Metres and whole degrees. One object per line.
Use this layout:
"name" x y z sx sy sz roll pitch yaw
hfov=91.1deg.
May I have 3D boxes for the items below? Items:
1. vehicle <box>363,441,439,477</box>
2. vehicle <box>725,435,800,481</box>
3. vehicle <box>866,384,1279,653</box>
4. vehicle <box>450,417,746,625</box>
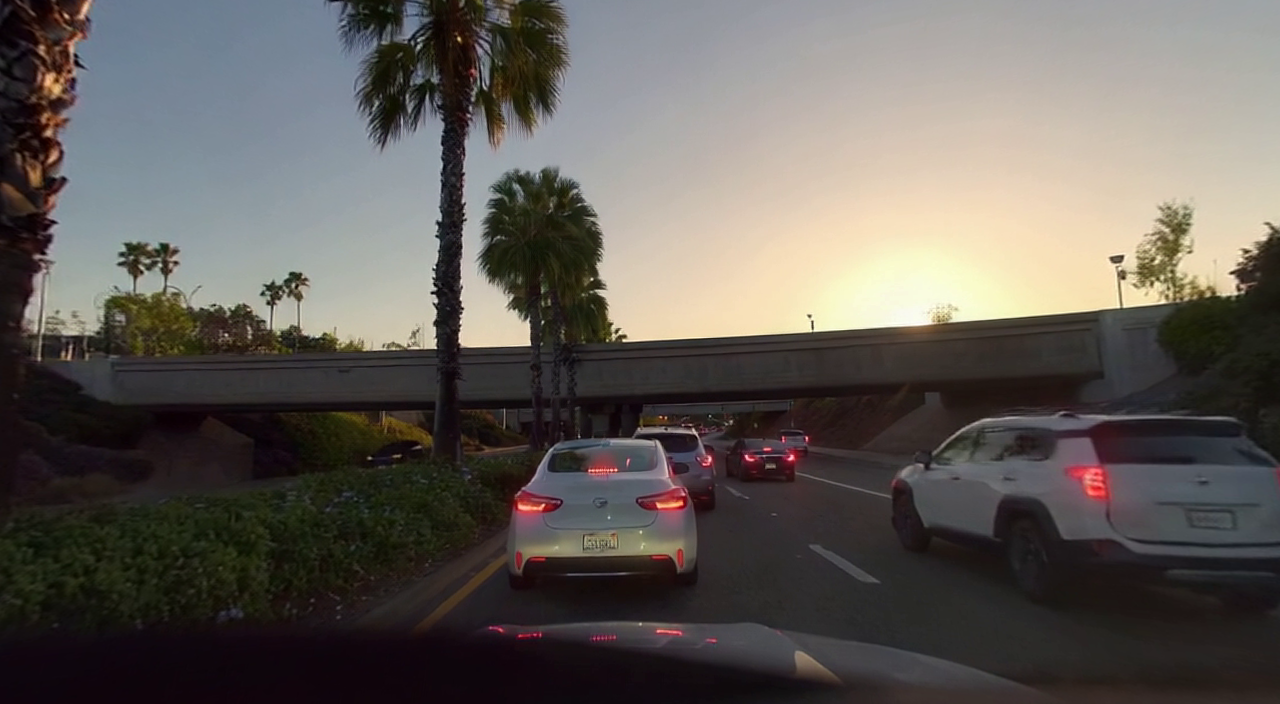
"vehicle" -11.967 5.367 31.755 2.084 1.704 4.485 0 -8 -1
"vehicle" 4.455 3.923 23.541 2.034 1.517 4.840 0 -9 3
"vehicle" 4.151 1.350 6.222 2.149 1.609 4.807 0 -9 2
"vehicle" -0.258 1.544 6.690 2.172 1.506 4.018 0 -9 2
